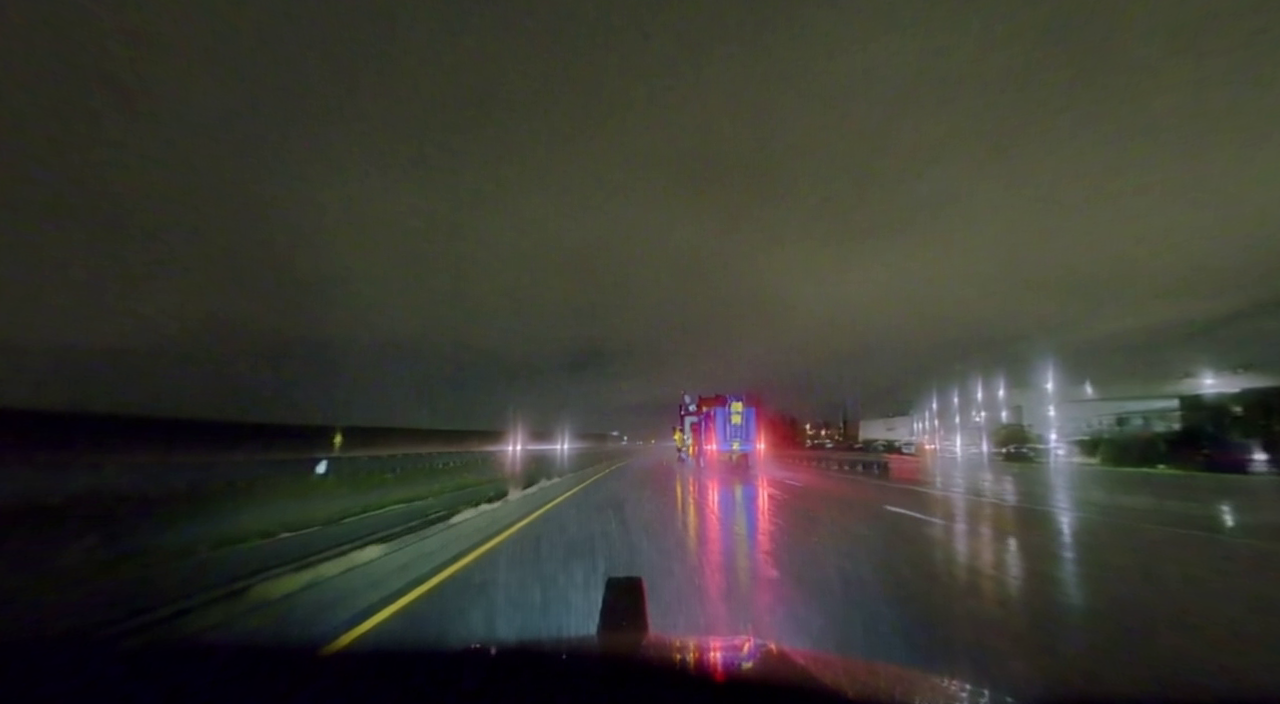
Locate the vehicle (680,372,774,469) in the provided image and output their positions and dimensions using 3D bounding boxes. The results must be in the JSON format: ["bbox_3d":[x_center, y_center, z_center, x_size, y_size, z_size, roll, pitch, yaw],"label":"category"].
[{"bbox_3d":[3.720,3.261,29.000,3.279,3.956,6.541,0,-9,-1],"label":"vehicle"}]
